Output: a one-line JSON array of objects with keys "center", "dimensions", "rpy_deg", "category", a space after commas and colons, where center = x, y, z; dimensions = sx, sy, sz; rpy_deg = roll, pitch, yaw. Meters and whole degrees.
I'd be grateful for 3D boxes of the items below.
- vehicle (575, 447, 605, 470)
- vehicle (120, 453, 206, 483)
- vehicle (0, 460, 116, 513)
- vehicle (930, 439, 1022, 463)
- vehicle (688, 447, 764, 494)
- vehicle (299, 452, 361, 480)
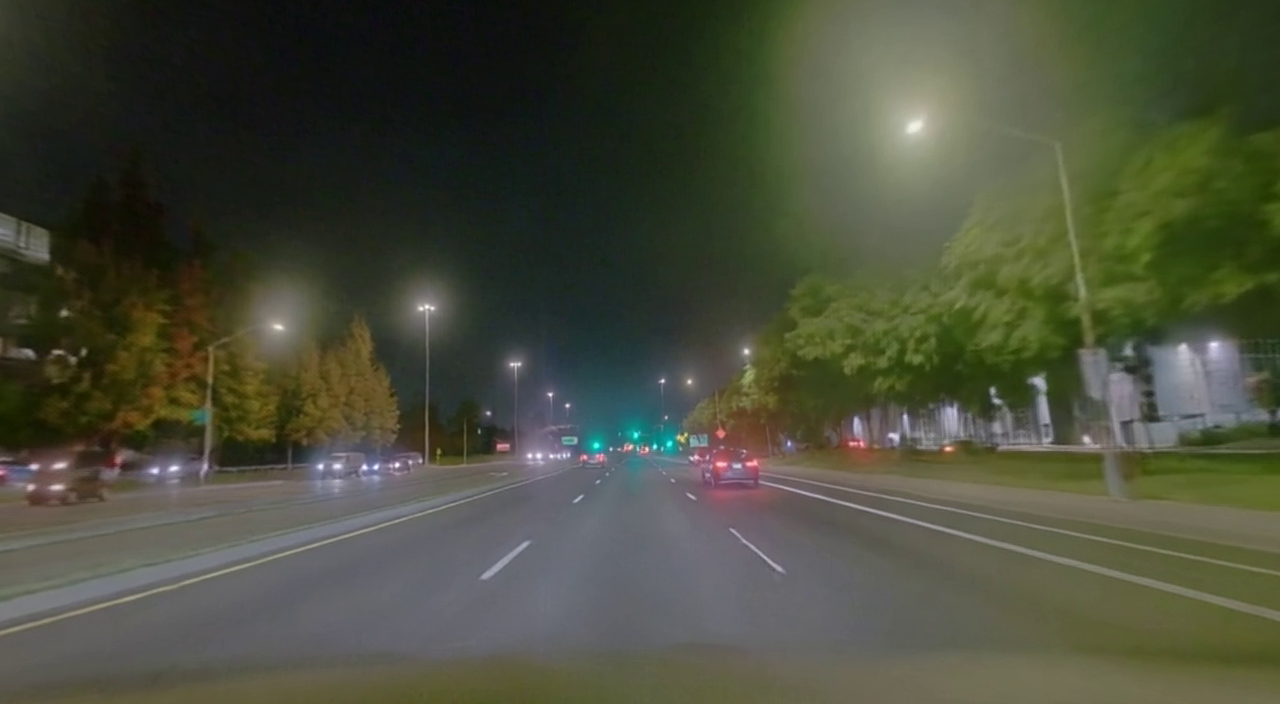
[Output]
[{"center": [-3.680, 7.971, 47.353], "dimensions": [1.935, 1.617, 4.045], "rpy_deg": [0, -8, 0], "category": "vehicle"}, {"center": [-29.949, 7.250, 39.719], "dimensions": [3.855, 1.693, 1.875], "rpy_deg": [-2, -8, 1], "category": "vehicle"}, {"center": [-22.377, 4.889, 23.367], "dimensions": [1.926, 1.681, 4.601], "rpy_deg": [-1, -8, 1], "category": "vehicle"}, {"center": [21.715, 6.431, 40.967], "dimensions": [4.748, 1.451, 2.089], "rpy_deg": [0, -9, -2], "category": "vehicle"}, {"center": [2.926, 4.125, 22.448], "dimensions": [1.966, 1.449, 4.290], "rpy_deg": [0, -9, -2], "category": "vehicle"}, {"center": [-22.518, 8.289, 46.121], "dimensions": [2.139, 1.833, 4.686], "rpy_deg": [0, -8, 0], "category": "vehicle"}]
